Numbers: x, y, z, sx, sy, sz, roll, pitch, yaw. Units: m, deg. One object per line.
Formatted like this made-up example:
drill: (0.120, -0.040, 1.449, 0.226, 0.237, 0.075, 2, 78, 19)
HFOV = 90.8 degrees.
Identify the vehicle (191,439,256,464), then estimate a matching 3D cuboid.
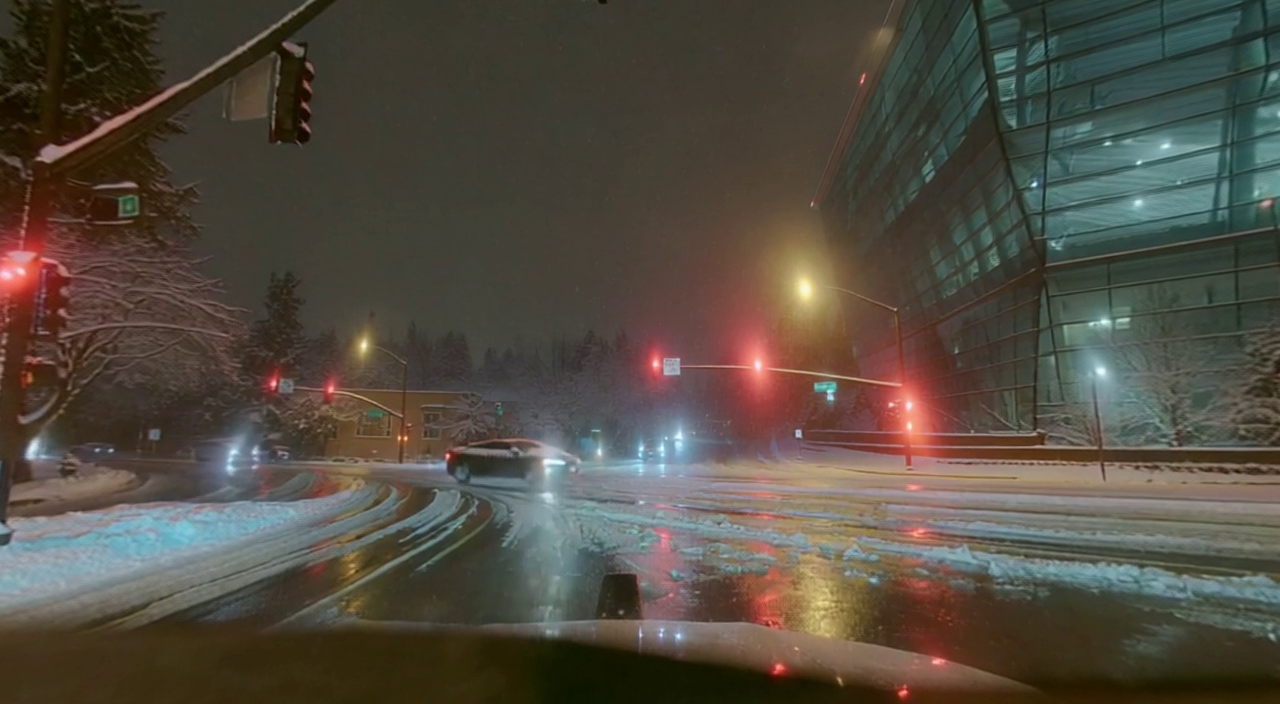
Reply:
vehicle: (-27.393, 6.526, 41.519, 4.110, 1.511, 1.883, -5, -10, 30)

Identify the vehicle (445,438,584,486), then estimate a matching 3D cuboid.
vehicle: (-4.343, 3.703, 21.522, 4.798, 1.461, 1.939, -7, -11, 37)
